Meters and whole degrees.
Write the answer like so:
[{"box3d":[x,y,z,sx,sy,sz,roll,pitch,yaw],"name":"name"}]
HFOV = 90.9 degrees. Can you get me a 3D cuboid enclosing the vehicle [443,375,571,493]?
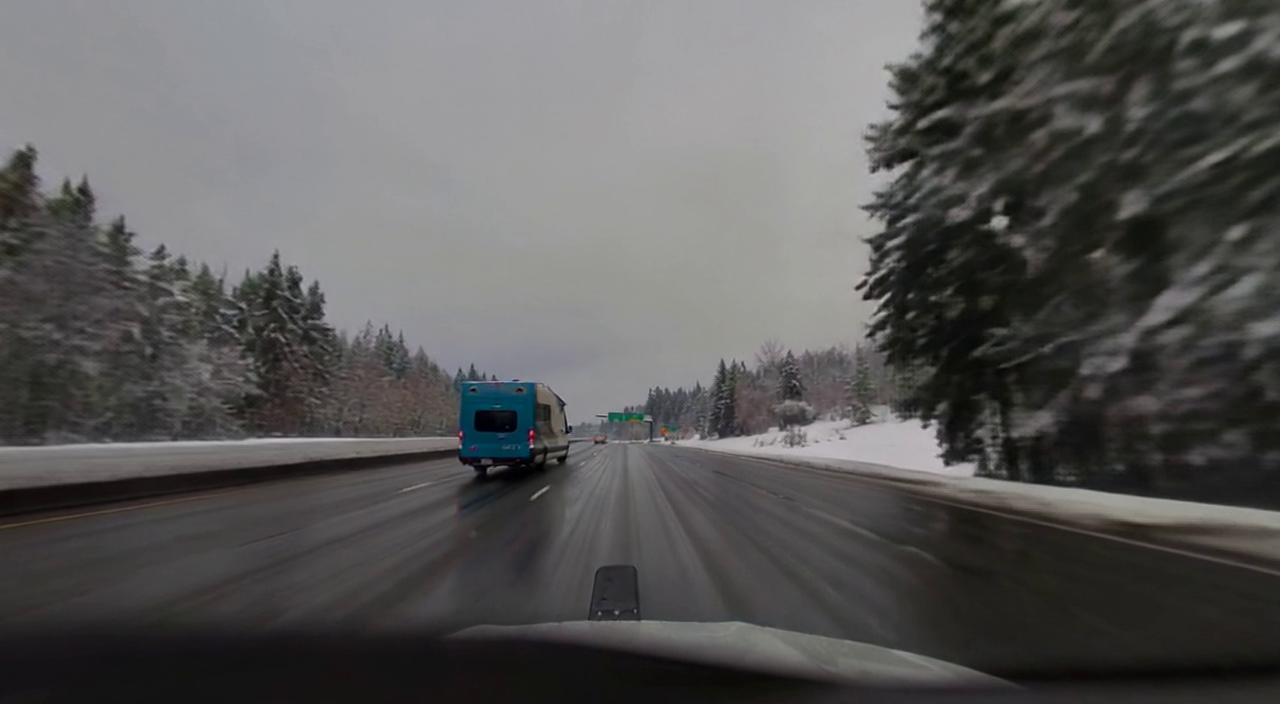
[{"box3d":[-4.082,2.730,21.187,2.676,3.269,7.388,0,-7,0],"name":"vehicle"}]
